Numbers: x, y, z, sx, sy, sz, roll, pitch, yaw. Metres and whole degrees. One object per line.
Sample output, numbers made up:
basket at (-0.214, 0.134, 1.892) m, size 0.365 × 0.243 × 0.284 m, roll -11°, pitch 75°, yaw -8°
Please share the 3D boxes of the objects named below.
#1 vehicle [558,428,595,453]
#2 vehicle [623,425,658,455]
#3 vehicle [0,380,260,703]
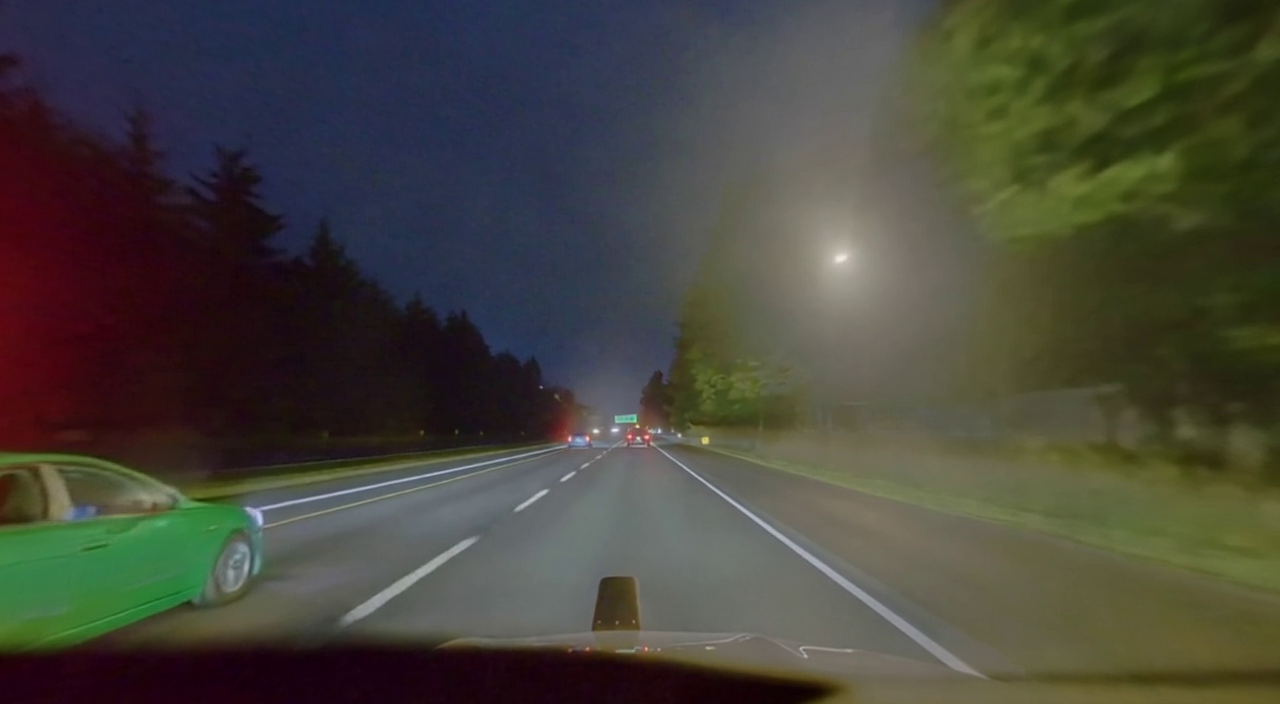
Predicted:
vehicle at (-4.316, 6.078, 43.438) m, size 2.055 × 1.610 × 4.116 m, roll 0°, pitch -8°, yaw 0°
vehicle at (-0.018, 5.744, 41.163) m, size 2.170 × 1.790 × 4.490 m, roll 0°, pitch -8°, yaw -1°
vehicle at (-3.833, 0.854, 2.672) m, size 1.958 × 1.486 × 3.988 m, roll 0°, pitch -8°, yaw -1°
